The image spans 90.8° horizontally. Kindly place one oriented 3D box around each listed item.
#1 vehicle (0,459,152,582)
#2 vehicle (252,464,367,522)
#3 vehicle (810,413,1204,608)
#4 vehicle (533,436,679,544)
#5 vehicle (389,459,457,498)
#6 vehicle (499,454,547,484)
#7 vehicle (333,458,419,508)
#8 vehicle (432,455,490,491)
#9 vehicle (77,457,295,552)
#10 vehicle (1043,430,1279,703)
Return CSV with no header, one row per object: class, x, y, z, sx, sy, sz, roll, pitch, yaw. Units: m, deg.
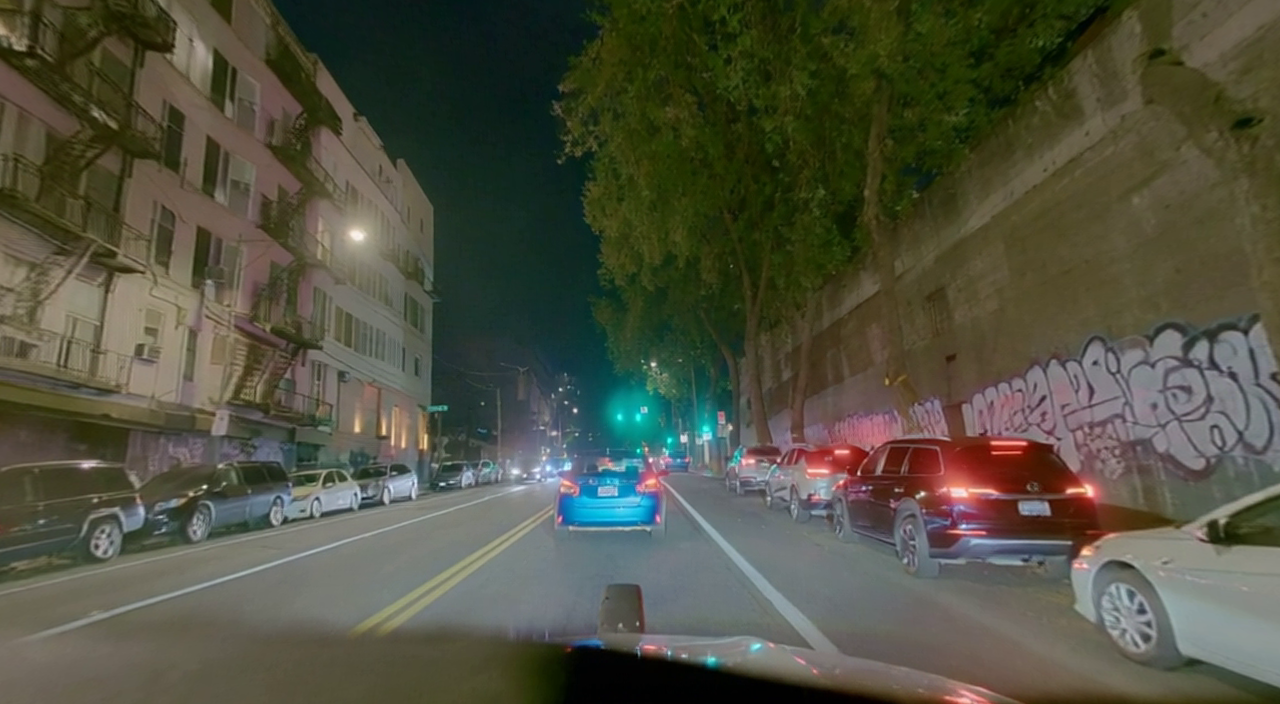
vehicle,-10.768,2.755,10.302,1.988,1.781,4.827,-3,-8,-3
vehicle,-11.040,4.698,21.481,1.741,1.506,4.370,-4,-8,-2
vehicle,4.197,1.884,8.659,2.097,1.811,5.230,0,-8,-2
vehicle,-0.523,2.384,11.615,2.166,1.579,4.300,0,-8,-1
vehicle,-11.092,6.464,32.647,1.931,1.499,4.645,-6,-8,-2
vehicle,-6.756,6.765,36.935,1.906,1.445,4.490,-4,-8,0
vehicle,-11.056,5.466,26.768,1.822,1.639,4.144,-6,-8,0
vehicle,-10.910,7.360,38.773,2.199,1.717,4.888,-6,-8,-2
vehicle,-10.960,3.646,15.808,2.276,1.741,4.439,-4,-8,-1
vehicle,4.190,1.118,2.697,1.955,1.535,4.266,2,-9,-3
